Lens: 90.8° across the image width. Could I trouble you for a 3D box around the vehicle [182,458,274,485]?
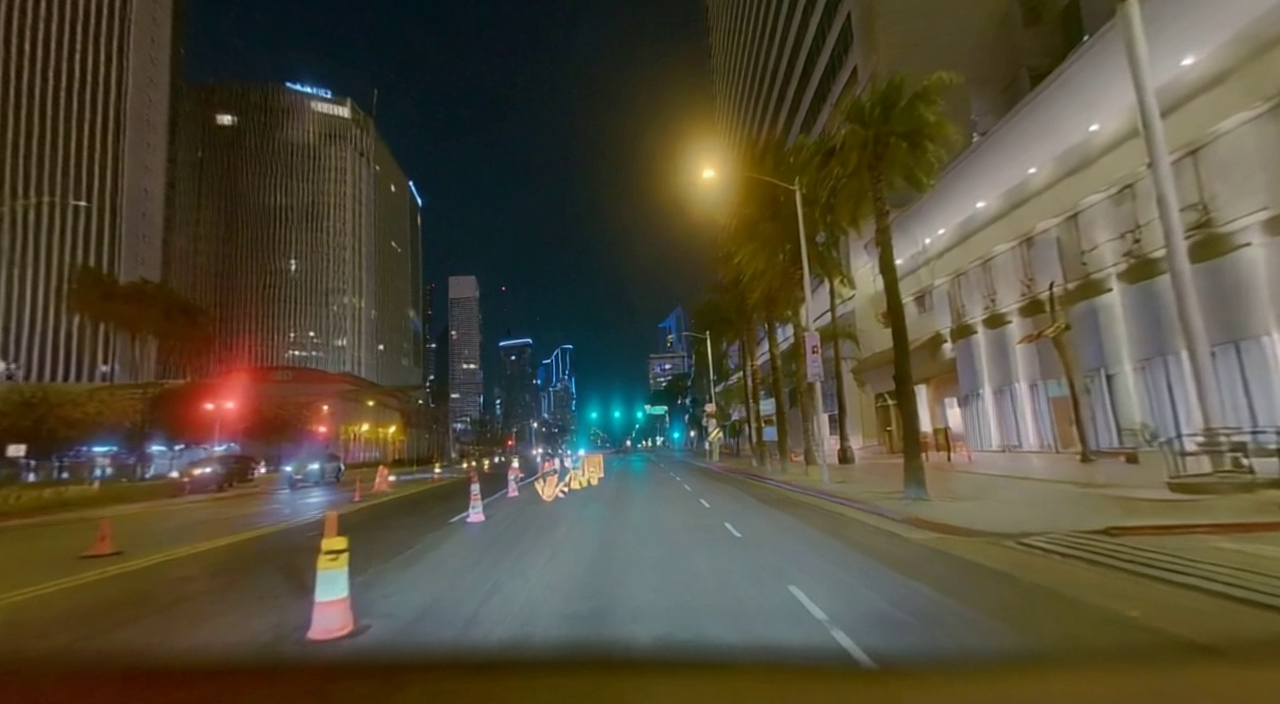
[{"bbox_3d":[-28.624,8.310,44.072,1.979,1.644,4.875,-5,-10,30],"label":"vehicle"}]
